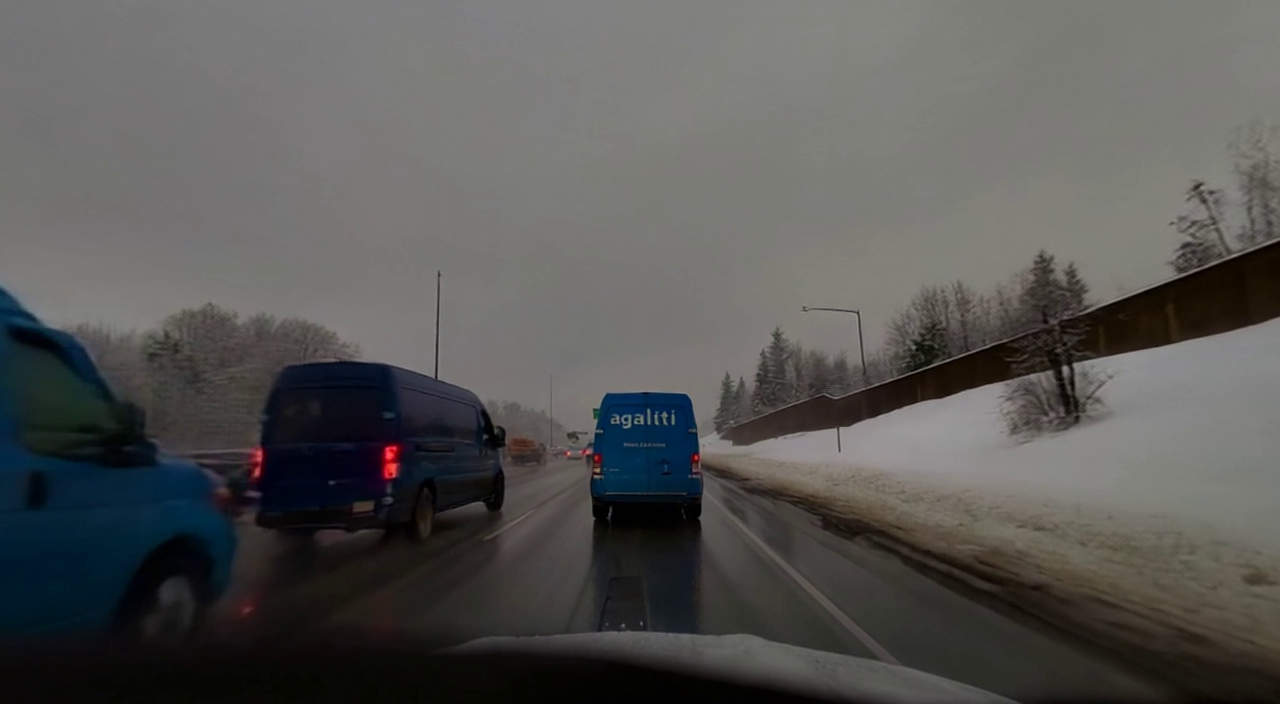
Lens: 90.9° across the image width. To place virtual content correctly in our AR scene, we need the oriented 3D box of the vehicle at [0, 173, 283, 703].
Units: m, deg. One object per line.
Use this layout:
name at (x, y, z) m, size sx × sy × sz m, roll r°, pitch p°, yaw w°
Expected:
vehicle at (-3.818, 0.424, 1.658) m, size 2.729 × 2.439 × 5.418 m, roll 0°, pitch -8°, yaw -3°

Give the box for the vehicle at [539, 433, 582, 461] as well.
vehicle at (-5.969, 7.262, 48.194) m, size 2.302 × 2.007 × 5.490 m, roll -1°, pitch -8°, yaw 3°

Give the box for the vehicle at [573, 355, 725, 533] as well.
vehicle at (0.114, 1.871, 12.981) m, size 2.316 × 2.738 × 6.398 m, roll 0°, pitch -9°, yaw 0°
